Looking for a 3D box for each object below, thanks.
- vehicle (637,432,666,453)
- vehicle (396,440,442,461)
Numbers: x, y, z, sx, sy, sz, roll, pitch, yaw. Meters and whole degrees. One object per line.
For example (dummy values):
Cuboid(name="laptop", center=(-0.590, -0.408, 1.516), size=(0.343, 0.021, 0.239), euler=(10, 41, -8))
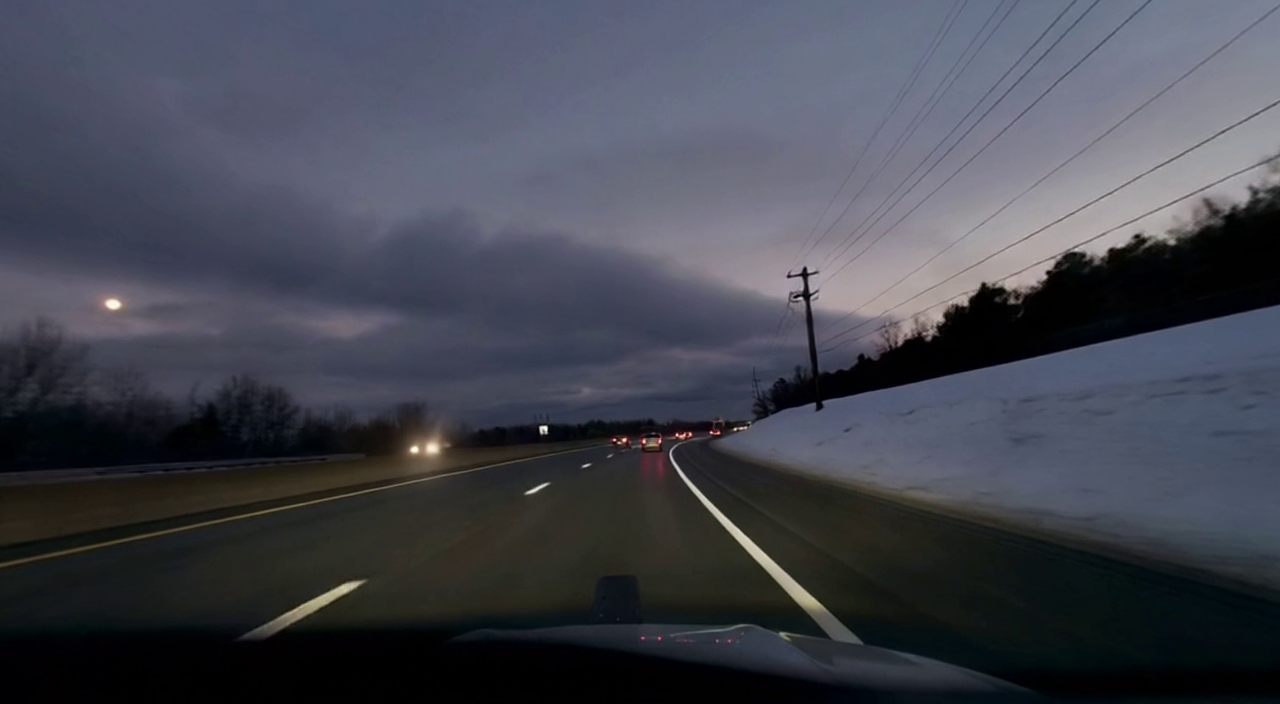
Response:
Cuboid(name="vehicle", center=(0.898, 6.877, 47.740), size=(2.077, 1.523, 4.206), euler=(0, -8, 2))
Cuboid(name="vehicle", center=(-17.370, 7.727, 49.606), size=(1.933, 1.525, 4.315), euler=(0, -8, 2))
